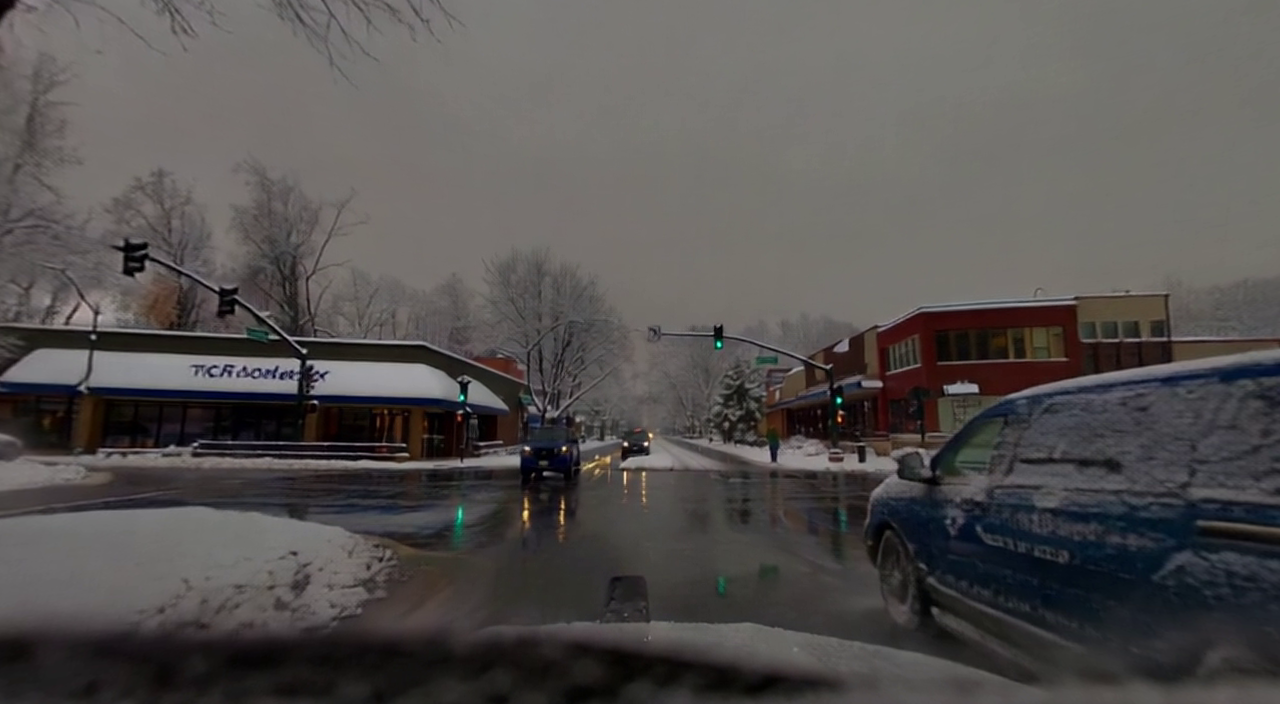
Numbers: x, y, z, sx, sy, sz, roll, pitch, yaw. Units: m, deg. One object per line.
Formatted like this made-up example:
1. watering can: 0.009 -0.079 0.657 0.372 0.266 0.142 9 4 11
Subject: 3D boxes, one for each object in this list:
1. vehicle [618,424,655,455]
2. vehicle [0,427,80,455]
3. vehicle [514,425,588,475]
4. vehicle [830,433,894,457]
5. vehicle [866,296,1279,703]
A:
1. vehicle: -0.273 5.894 42.475 2.390 1.948 5.344 0 -8 -1
2. vehicle: -36.324 5.222 36.992 4.671 1.543 1.846 4 -9 -26
3. vehicle: -3.099 3.523 22.859 1.961 1.658 4.064 0 -8 2
4. vehicle: 15.259 6.425 43.617 1.924 1.579 4.084 3 -9 -21
5. vehicle: 2.876 0.846 2.766 2.048 1.725 4.754 0 -8 1
